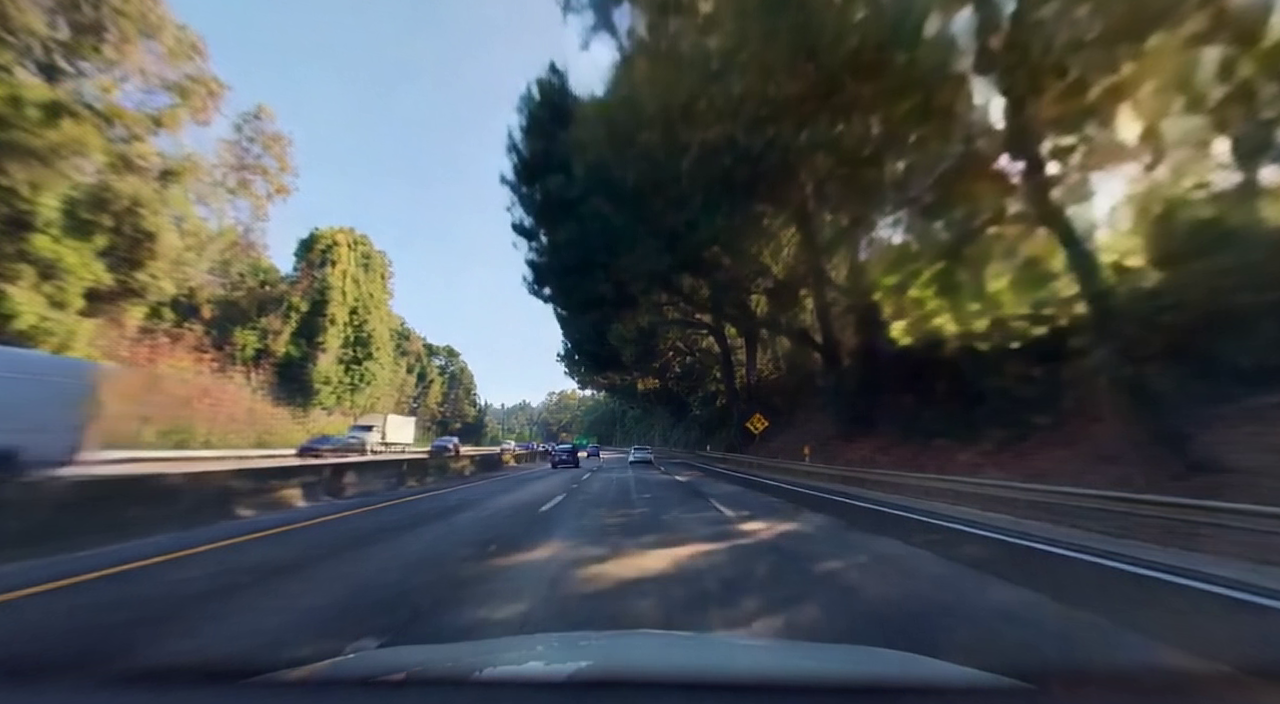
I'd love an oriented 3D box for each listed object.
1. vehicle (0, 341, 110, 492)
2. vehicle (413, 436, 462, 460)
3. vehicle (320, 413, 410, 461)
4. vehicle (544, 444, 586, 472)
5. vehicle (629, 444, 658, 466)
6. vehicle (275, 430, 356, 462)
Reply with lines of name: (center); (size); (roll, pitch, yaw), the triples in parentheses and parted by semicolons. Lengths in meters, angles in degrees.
vehicle: (-12.984, 1.008, 10.415); (2.316, 2.749, 7.020); (0, -9, 0)
vehicle: (-13.317, 6.380, 41.778); (1.967, 1.497, 3.979); (0, -9, -1)
vehicle: (-17.586, 5.569, 40.884); (2.719, 2.778, 7.156); (0, -9, -1)
vehicle: (-4.395, 6.252, 37.487); (2.054, 1.500, 4.469); (0, -9, -1)
vehicle: (0.202, 7.626, 46.832); (2.008, 1.499, 3.192); (0, -9, -2)
vehicle: (-17.331, 5.052, 33.974); (2.017, 1.604, 4.530); (0, -9, -1)
